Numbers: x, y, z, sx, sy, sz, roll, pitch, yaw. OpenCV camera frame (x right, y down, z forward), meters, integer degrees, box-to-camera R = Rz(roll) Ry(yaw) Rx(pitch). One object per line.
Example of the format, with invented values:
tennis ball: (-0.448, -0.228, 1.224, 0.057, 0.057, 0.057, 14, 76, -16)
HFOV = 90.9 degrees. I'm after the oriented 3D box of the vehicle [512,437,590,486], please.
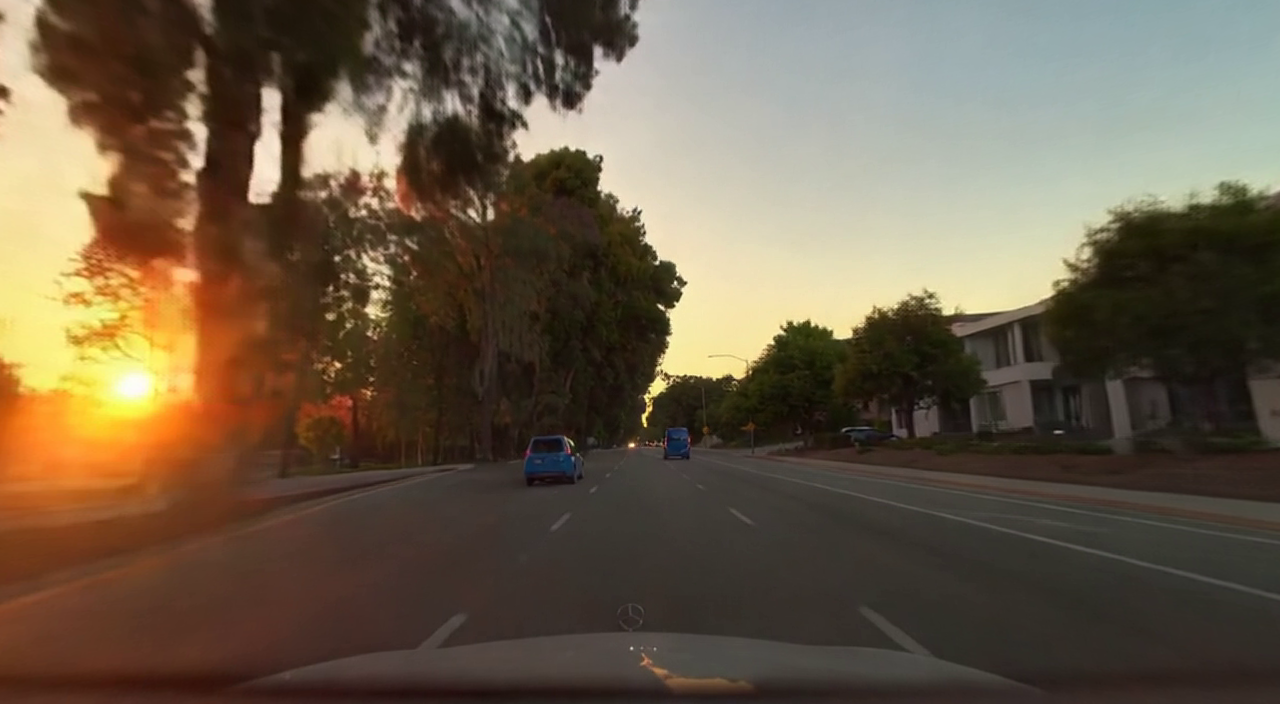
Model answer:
vehicle: (-3.131, 3.970, 23.204, 2.129, 1.602, 4.532, 0, -8, 1)
